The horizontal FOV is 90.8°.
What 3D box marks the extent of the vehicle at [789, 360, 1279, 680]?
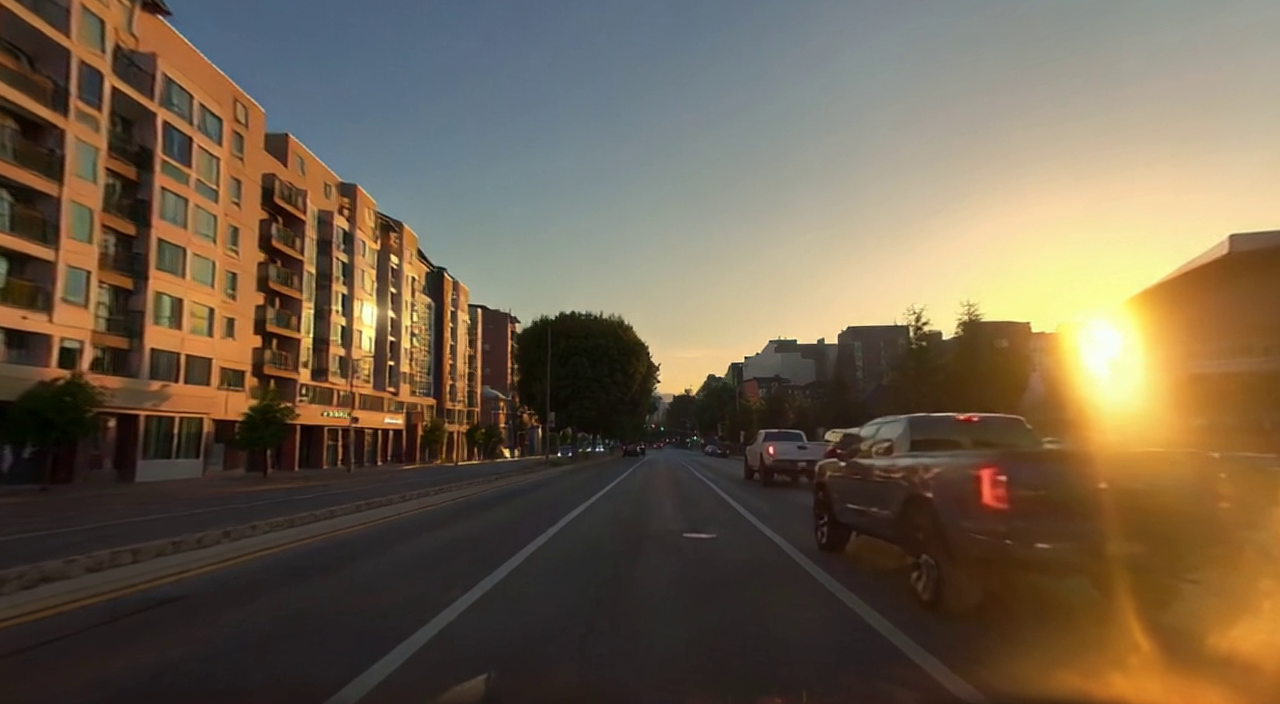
[{"bbox_3d":[3.092,1.318,6.182,2.130,1.787,5.126,0,-9,2],"label":"vehicle"}]
